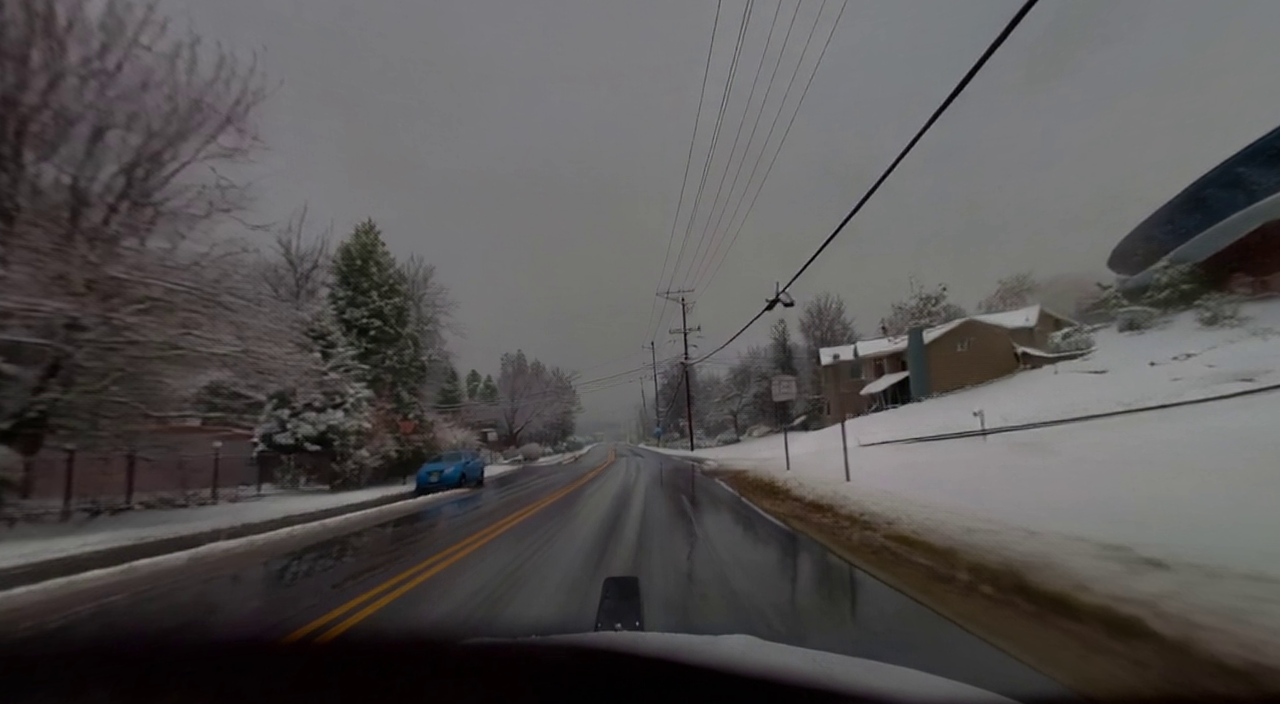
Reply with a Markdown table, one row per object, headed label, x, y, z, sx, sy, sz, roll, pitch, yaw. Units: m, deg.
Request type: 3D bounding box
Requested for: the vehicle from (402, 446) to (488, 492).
| label | x | y | z | sx | sy | sz | roll | pitch | yaw |
| --- | --- | --- | --- | --- | --- | --- | --- | --- | --- |
| vehicle | -8.048 | 4.845 | 26.596 | 2.114 | 1.693 | 4.468 | -1 | -8 | 2 |
